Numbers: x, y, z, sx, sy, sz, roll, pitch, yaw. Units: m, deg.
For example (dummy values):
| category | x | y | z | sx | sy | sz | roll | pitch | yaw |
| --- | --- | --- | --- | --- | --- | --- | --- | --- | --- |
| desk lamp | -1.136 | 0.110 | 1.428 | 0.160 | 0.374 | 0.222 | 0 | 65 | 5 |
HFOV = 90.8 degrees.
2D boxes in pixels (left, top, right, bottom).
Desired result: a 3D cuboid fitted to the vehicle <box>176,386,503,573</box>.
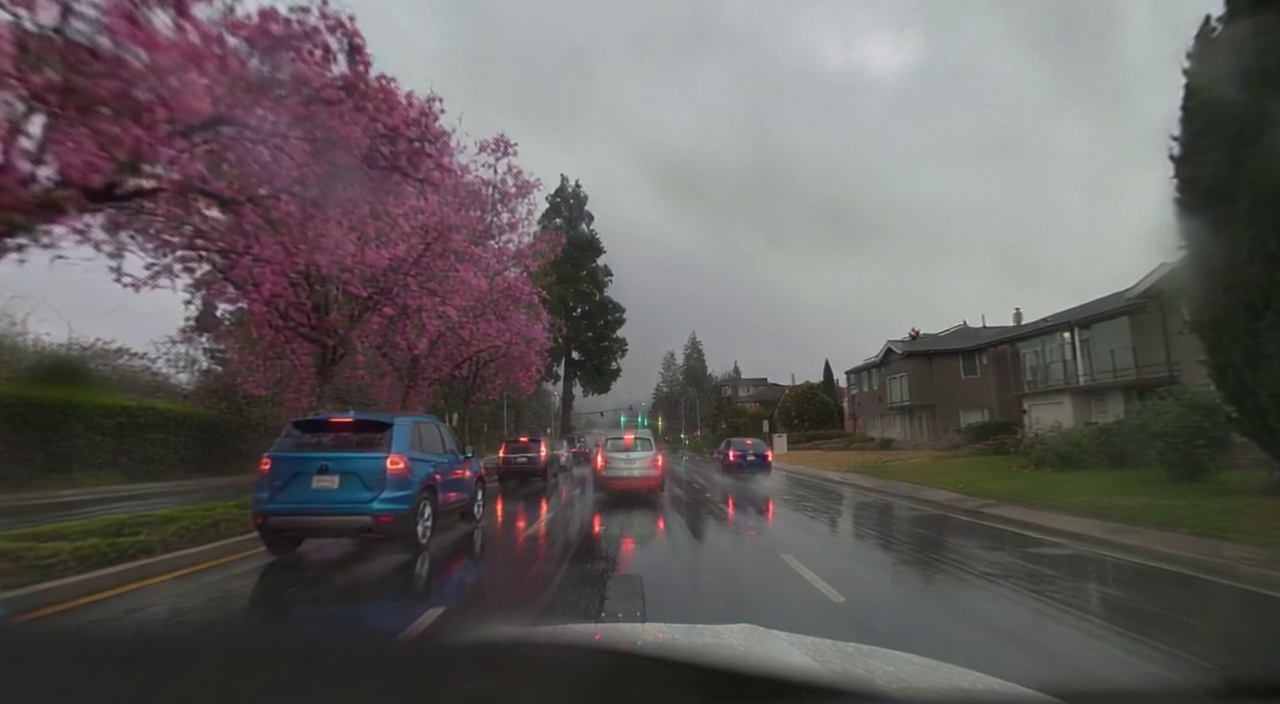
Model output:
| category | x | y | z | sx | sy | sz | roll | pitch | yaw |
| --- | --- | --- | --- | --- | --- | --- | --- | --- | --- |
| vehicle | -3.655 | 1.678 | 9.054 | 2.304 | 1.928 | 4.833 | 0 | -8 | 0 |

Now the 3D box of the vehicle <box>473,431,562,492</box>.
| category | x | y | z | sx | sy | sz | roll | pitch | yaw |
| --- | --- | --- | --- | --- | --- | --- | --- | --- | --- |
| vehicle | -3.693 | 3.388 | 19.904 | 1.948 | 1.668 | 4.279 | 0 | -8 | 0 |

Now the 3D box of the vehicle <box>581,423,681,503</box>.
| category | x | y | z | sx | sy | sz | roll | pitch | yaw |
| --- | --- | --- | --- | --- | --- | --- | --- | --- | --- |
| vehicle | -0.221 | 2.664 | 15.529 | 2.112 | 1.693 | 4.058 | 0 | -8 | -1 |

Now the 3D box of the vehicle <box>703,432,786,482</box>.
| category | x | y | z | sx | sy | sz | roll | pitch | yaw |
| --- | --- | --- | --- | --- | --- | --- | --- | --- | --- |
| vehicle | 3.762 | 3.889 | 23.653 | 2.188 | 1.685 | 4.604 | 0 | -8 | -2 |
